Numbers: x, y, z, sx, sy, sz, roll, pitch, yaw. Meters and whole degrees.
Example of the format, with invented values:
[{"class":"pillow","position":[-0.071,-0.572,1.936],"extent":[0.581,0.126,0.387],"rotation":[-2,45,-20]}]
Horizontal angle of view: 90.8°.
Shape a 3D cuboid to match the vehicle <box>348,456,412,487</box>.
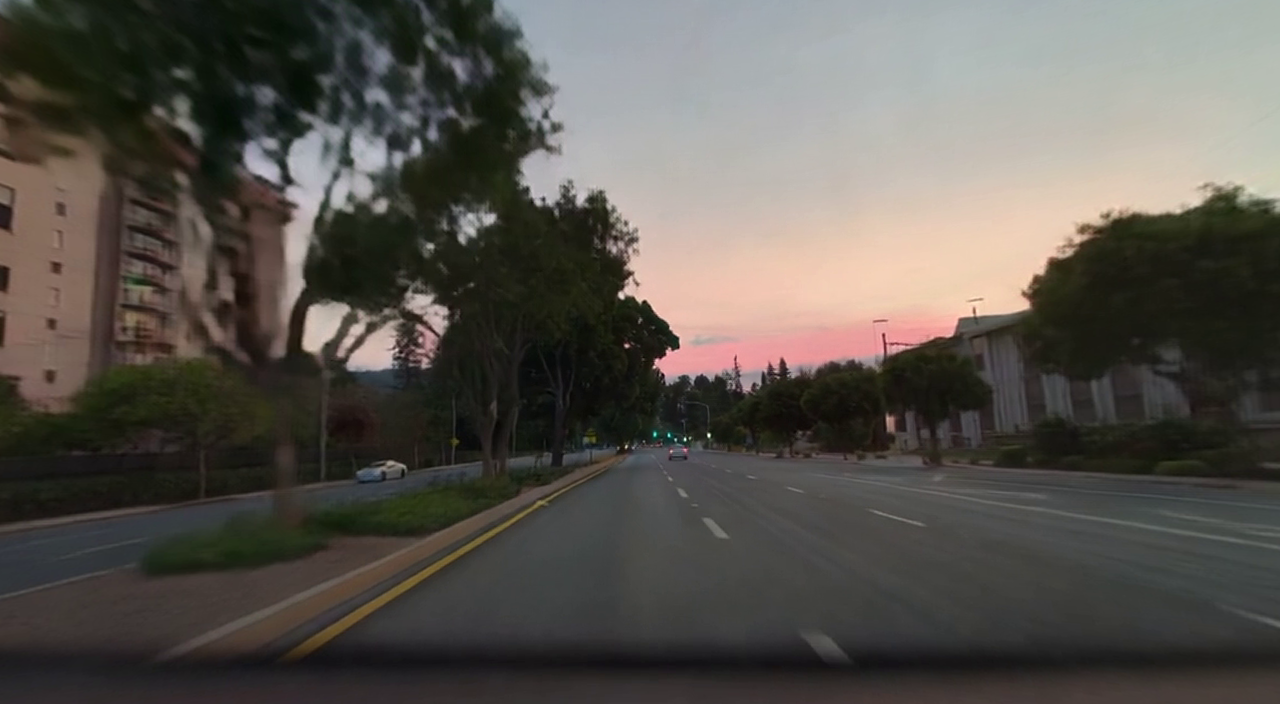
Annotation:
[{"class":"vehicle","position":[-15.861,7.266,38.789],"extent":[1.975,1.629,4.491],"rotation":[0,-8,0]}]
